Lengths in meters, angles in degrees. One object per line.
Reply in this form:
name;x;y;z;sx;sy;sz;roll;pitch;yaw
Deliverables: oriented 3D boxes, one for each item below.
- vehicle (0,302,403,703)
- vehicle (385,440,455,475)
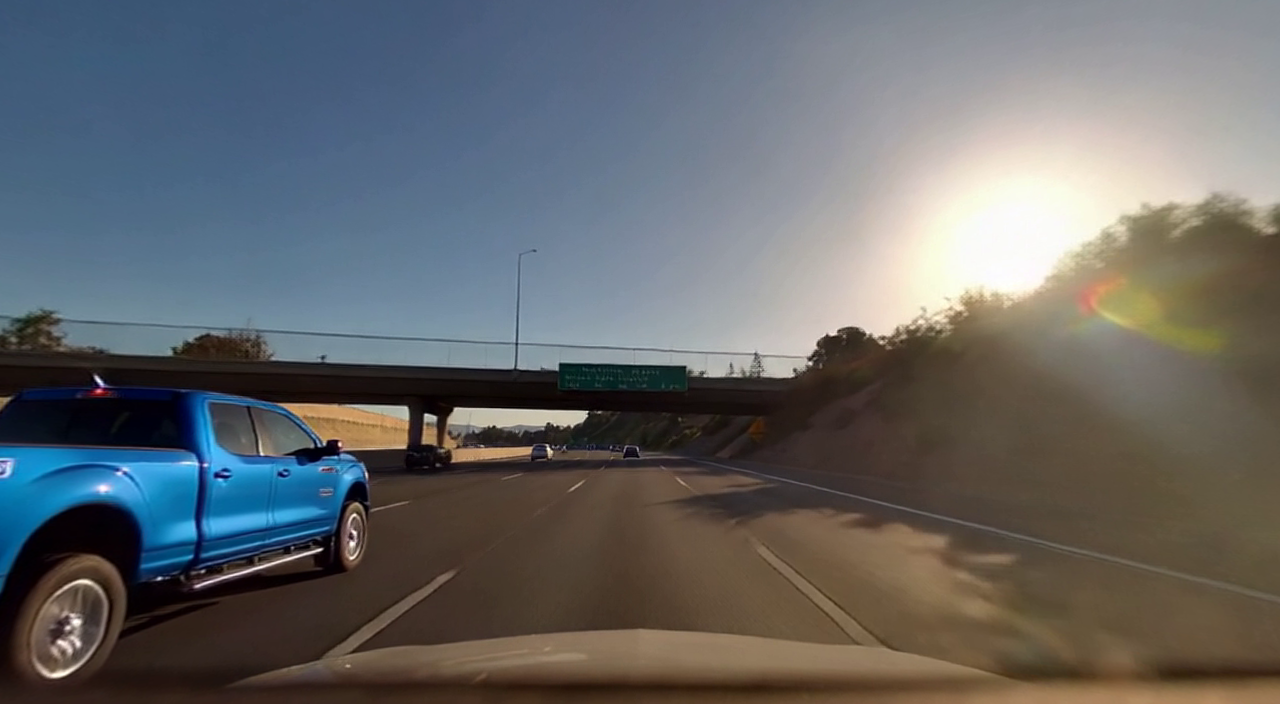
vehicle;-4.239;1.066;4.944;2.339;2.004;6.171;0;-9;0
vehicle;-11.475;5.532;33.196;2.106;1.692;4.458;0;-9;-1
